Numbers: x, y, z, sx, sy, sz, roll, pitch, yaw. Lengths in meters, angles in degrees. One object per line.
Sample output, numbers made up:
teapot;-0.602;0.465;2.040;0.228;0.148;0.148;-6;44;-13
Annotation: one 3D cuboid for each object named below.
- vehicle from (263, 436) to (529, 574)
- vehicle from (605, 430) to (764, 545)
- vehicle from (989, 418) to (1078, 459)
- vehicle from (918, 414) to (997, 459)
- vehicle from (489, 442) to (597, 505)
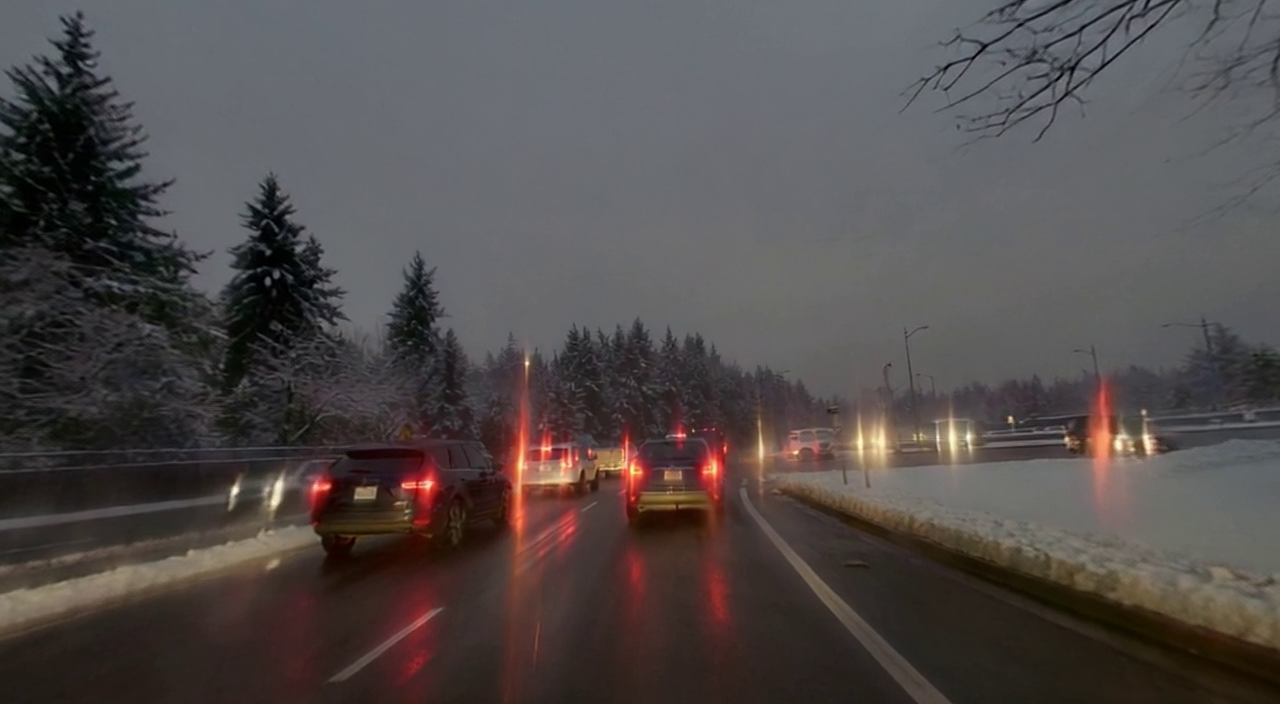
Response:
vehicle;-3.132;2.034;9.227;1.940;1.502;4.241;-1;-9;4
vehicle;0.678;2.149;10.644;2.142;1.528;4.133;0;-9;2
vehicle;18.149;4.003;29.254;1.803;1.518;3.893;-9;-9;6
vehicle;14.934;4.056;29.946;2.288;1.933;4.612;-2;-9;14
vehicle;-2.480;3.232;17.207;1.870;1.490;4.187;-1;-9;6
